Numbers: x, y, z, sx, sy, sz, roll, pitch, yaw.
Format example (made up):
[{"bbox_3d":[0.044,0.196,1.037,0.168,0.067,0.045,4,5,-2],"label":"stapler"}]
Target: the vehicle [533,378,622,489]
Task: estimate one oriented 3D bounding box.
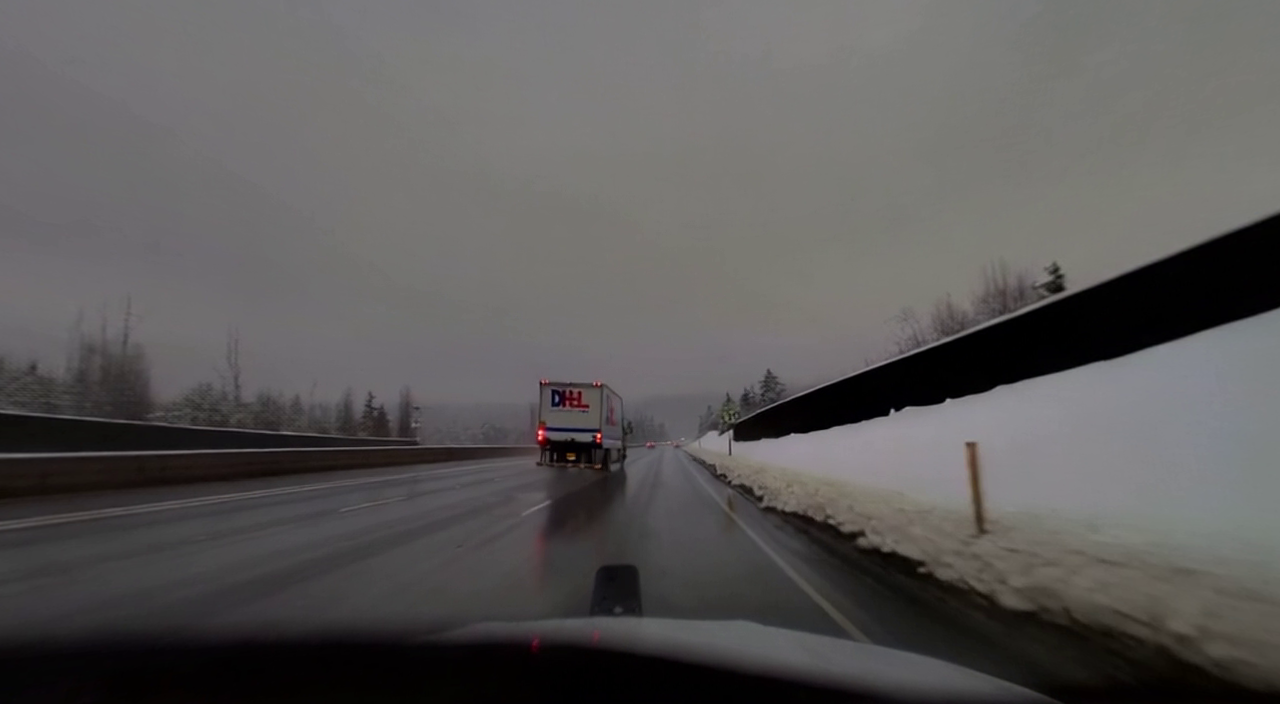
[{"bbox_3d":[-2.524,3.683,28.464,2.796,4.184,8.554,1,-8,2],"label":"vehicle"}]
